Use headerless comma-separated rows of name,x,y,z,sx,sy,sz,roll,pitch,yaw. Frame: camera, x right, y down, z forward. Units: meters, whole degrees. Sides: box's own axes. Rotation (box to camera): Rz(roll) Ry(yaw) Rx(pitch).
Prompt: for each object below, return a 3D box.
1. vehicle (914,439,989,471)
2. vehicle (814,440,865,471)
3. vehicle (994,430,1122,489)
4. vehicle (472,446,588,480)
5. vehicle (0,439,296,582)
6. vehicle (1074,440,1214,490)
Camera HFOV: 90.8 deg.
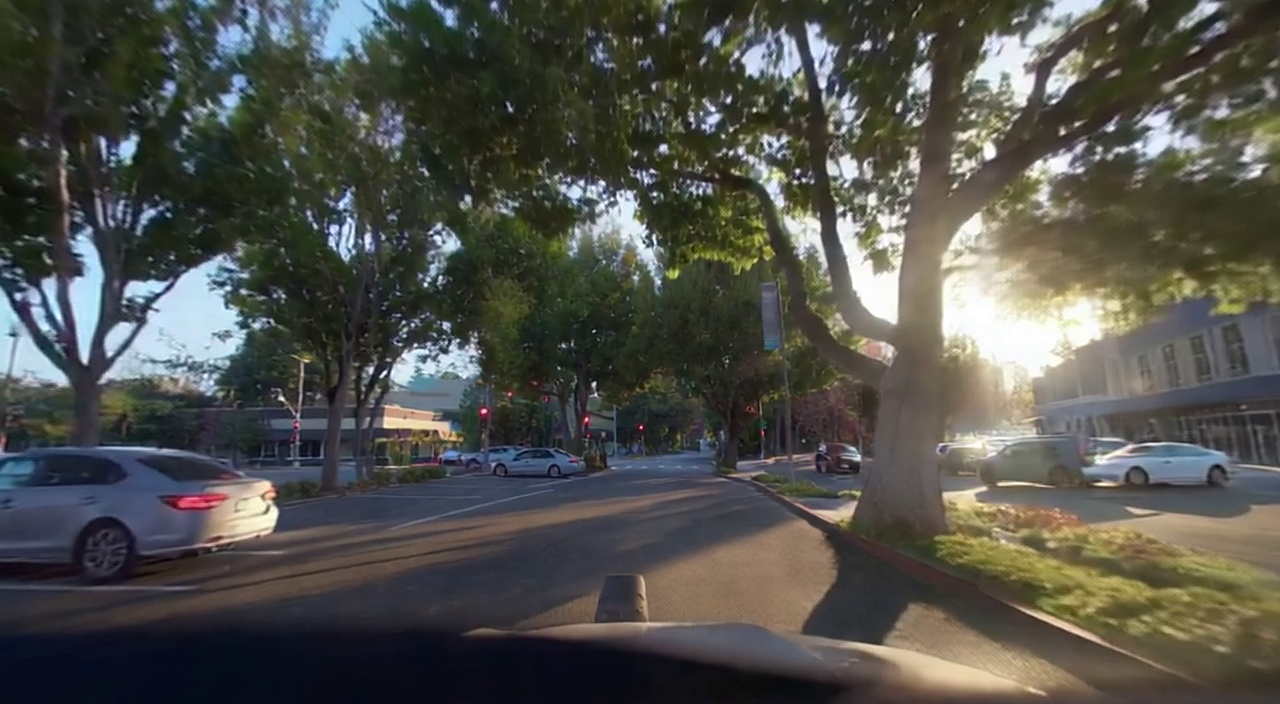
vehicle,15.728,5.219,32.192,1.951,1.491,4.359,-1,-9,5
vehicle,10.621,5.501,33.964,2.061,1.519,4.794,-2,-8,11
vehicle,13.281,3.427,20.447,1.921,1.657,4.400,-2,-9,13
vehicle,-5.054,5.120,29.314,4.792,1.468,2.116,-2,-9,13
vehicle,-6.875,1.810,7.614,4.376,1.476,1.791,0,-9,2
vehicle,15.676,3.498,19.931,1.936,1.391,3.874,-2,-9,14
